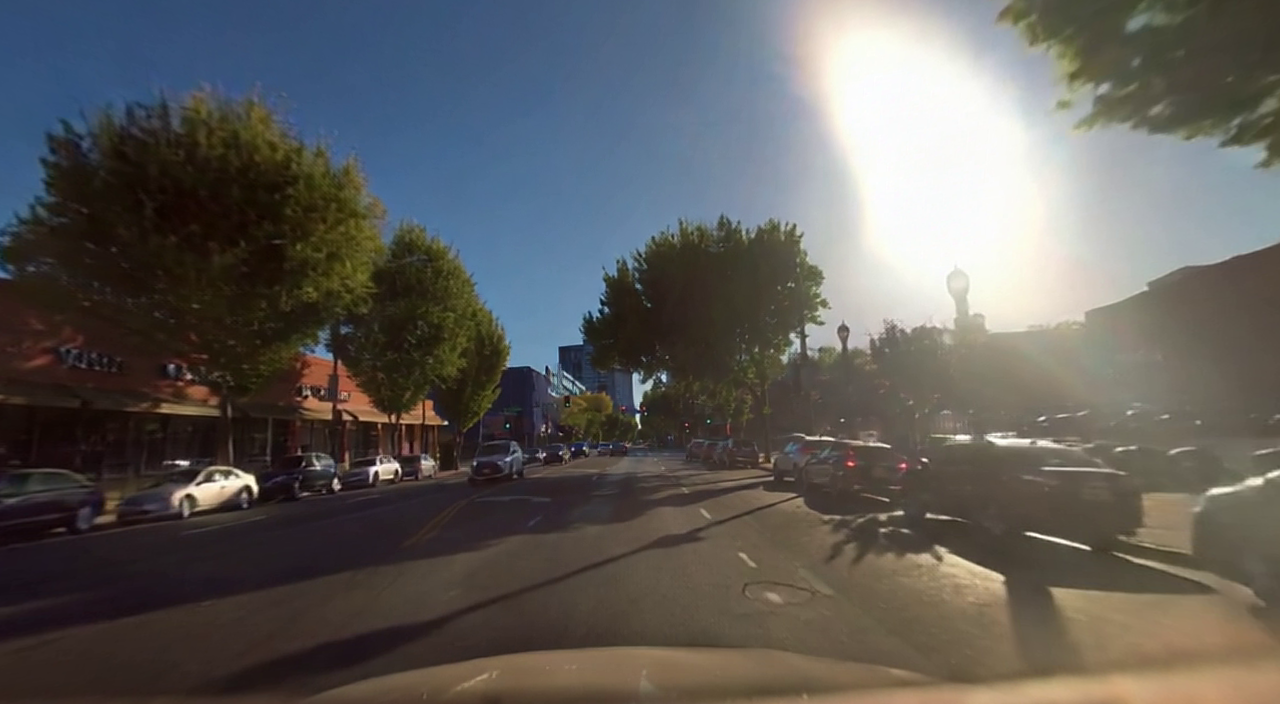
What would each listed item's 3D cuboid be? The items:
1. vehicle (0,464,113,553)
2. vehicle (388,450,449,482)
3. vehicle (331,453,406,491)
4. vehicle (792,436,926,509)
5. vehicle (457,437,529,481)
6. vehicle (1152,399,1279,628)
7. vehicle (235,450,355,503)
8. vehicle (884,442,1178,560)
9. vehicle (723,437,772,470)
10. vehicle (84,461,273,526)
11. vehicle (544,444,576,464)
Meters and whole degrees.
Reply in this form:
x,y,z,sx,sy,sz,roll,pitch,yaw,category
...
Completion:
x,y,z,sx,sy,sz,roll,pitch,yaw,category
-12.479,2.920,11.745,1.800,1.532,4.110,0,-8,0,vehicle
-12.178,6.261,35.033,1.894,1.654,3.944,0,-8,0,vehicle
-12.468,5.519,29.297,1.774,1.570,3.900,0,-8,-1,vehicle
5.562,3.092,16.725,1.899,1.642,4.463,0,-9,0,vehicle
-6.371,4.700,27.966,2.095,1.759,4.413,0,-8,1,vehicle
6.004,1.078,3.737,1.991,1.771,4.604,0,-9,-1,vehicle
-12.015,4.307,22.351,1.834,1.643,4.110,0,-8,1,vehicle
5.844,2.225,10.299,1.787,1.463,4.506,0,-8,-2,vehicle
6.040,5.785,36.128,2.047,1.720,4.353,0,-9,0,vehicle
-12.525,3.820,17.599,1.868,1.418,4.415,-2,-9,2,vehicle
-6.255,8.005,49.780,1.898,1.532,4.337,0,-8,1,vehicle
